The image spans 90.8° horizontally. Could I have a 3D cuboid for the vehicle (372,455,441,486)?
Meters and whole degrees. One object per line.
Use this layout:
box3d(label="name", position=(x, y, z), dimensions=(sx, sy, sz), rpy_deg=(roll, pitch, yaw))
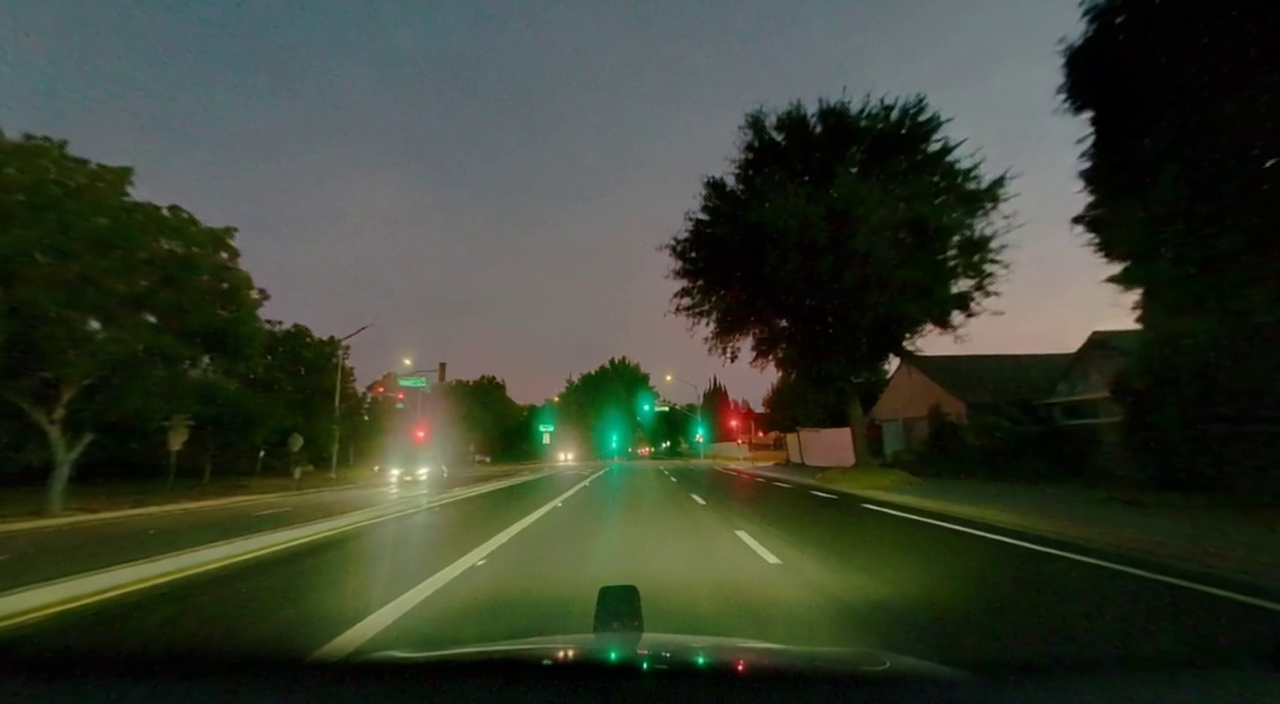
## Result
box3d(label="vehicle", position=(-12.672, 6.449, 34.646), dimensions=(1.923, 1.516, 4.735), rpy_deg=(0, -9, 0))
